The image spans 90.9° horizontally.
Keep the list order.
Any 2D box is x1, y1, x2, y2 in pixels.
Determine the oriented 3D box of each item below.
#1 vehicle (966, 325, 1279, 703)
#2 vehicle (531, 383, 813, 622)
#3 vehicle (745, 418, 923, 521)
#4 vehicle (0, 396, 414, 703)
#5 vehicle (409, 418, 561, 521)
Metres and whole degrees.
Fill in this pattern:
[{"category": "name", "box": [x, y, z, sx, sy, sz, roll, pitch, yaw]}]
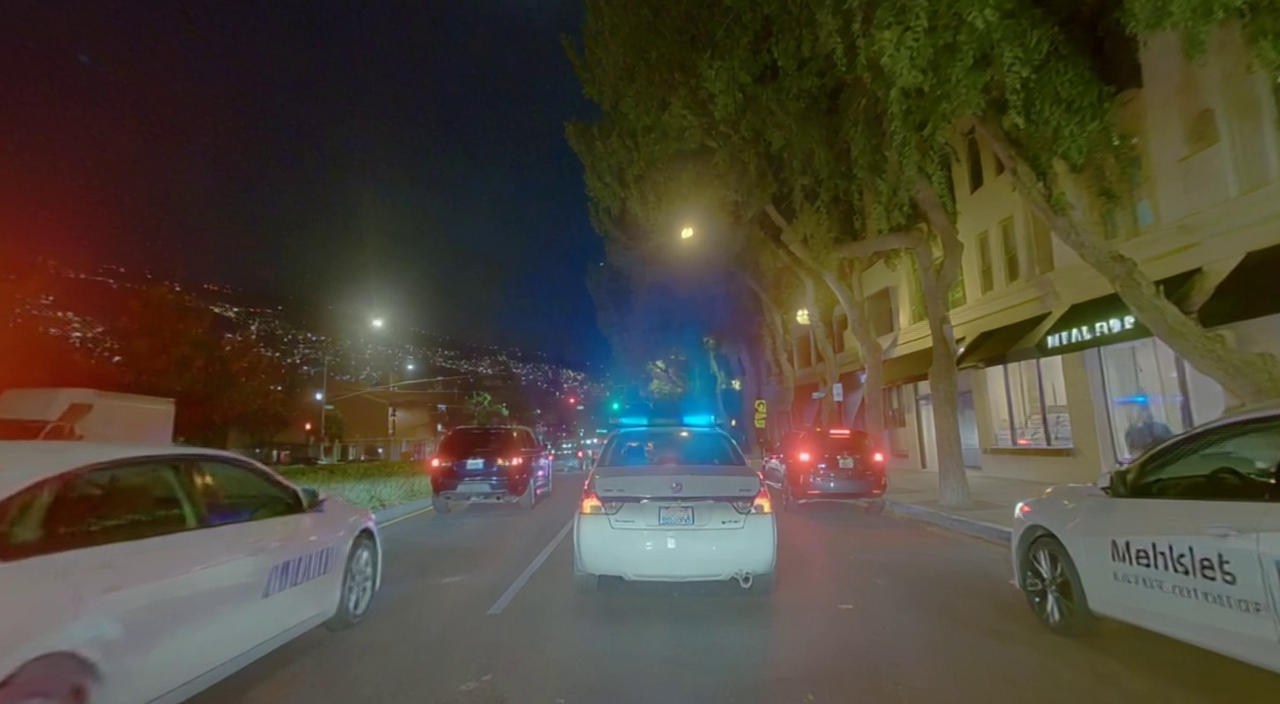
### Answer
[{"category": "vehicle", "box": [4.007, 0.895, 3.219, 1.987, 1.877, 5.330, 2, -8, 2]}, {"category": "vehicle", "box": [0.222, 1.410, 6.758, 2.075, 1.770, 4.018, 0, -8, -1]}, {"category": "vehicle", "box": [4.056, 2.577, 14.503, 2.038, 1.865, 5.786, 0, -8, -2]}, {"category": "vehicle", "box": [-2.952, 1.096, 3.412, 1.908, 1.474, 4.257, 0, -8, -1]}, {"category": "vehicle", "box": [-3.040, 2.425, 13.497, 2.135, 1.806, 4.514, 0, -8, -1]}]
